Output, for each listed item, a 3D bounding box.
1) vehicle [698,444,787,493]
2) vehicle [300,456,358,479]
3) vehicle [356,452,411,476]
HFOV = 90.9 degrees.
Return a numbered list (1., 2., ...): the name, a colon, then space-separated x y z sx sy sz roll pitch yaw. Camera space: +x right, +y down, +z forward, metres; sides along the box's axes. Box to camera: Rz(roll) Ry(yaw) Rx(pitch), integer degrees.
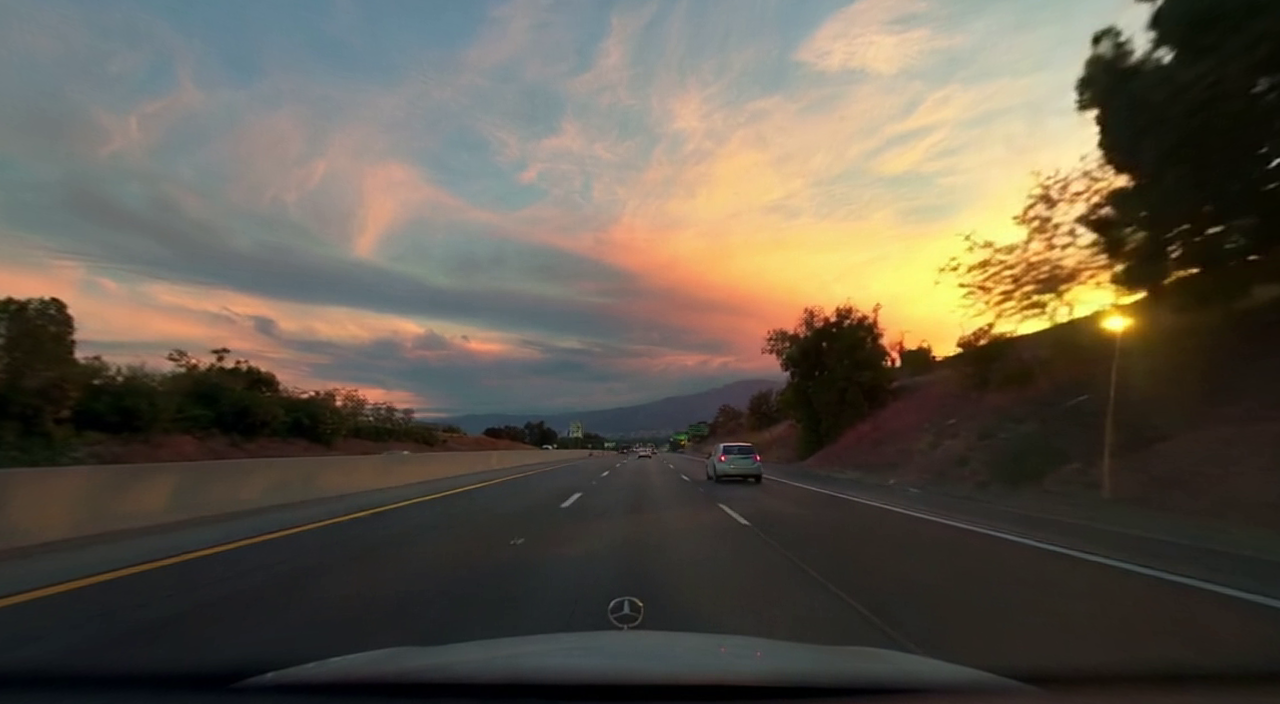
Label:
1. vehicle: 3.354 3.906 21.641 2.193 1.462 4.533 0 -8 -1
2. vehicle: -21.263 7.883 43.271 1.764 1.380 4.225 0 -8 0
3. vehicle: -17.586 7.665 43.443 1.910 1.465 4.442 0 -8 1
